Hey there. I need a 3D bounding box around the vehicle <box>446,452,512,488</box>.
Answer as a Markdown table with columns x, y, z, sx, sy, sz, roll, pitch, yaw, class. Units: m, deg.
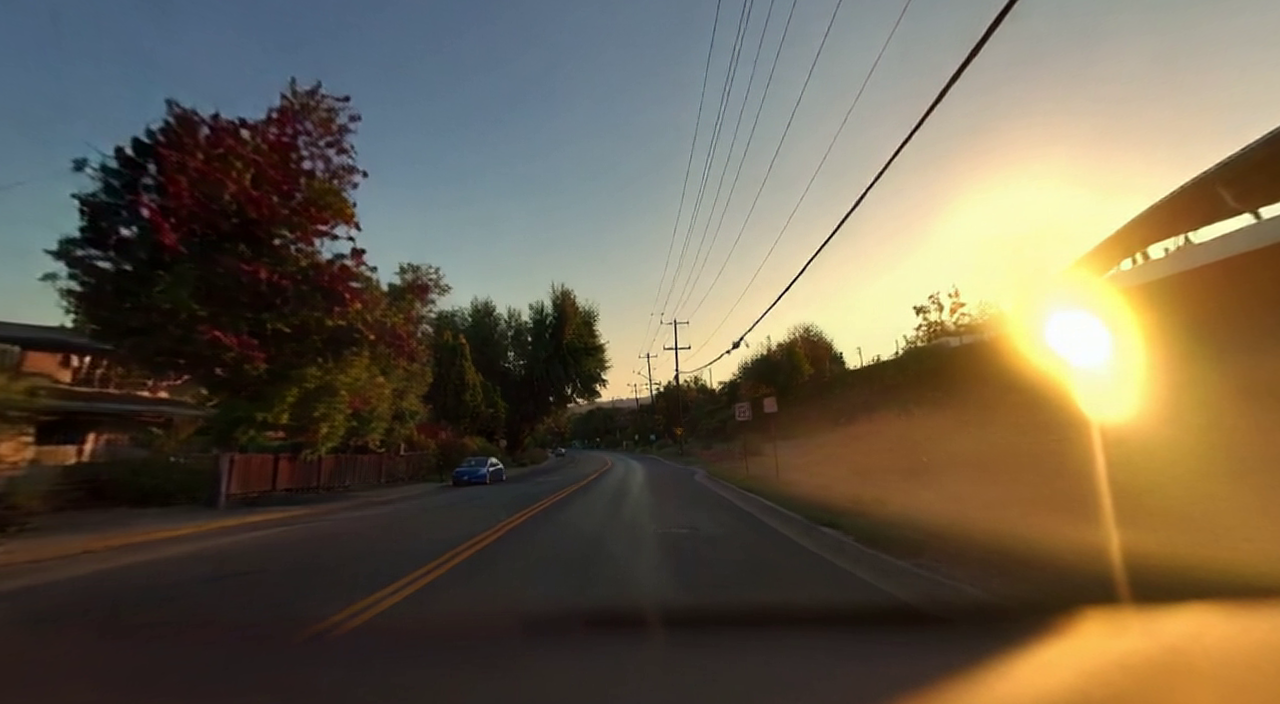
| x | y | z | sx | sy | sz | roll | pitch | yaw | class |
| --- | --- | --- | --- | --- | --- | --- | --- | --- | --- |
| -8.195 | 6.019 | 32.539 | 2.114 | 1.693 | 4.468 | 0 | -9 | 1 | vehicle |
